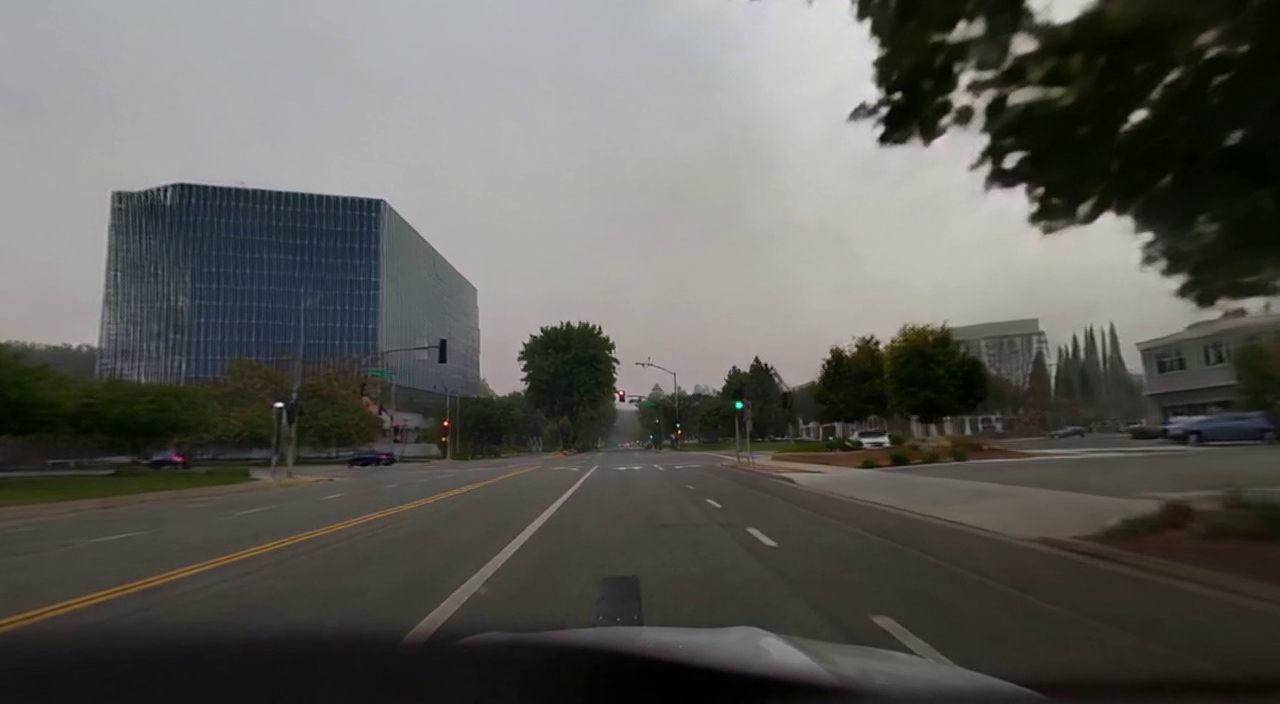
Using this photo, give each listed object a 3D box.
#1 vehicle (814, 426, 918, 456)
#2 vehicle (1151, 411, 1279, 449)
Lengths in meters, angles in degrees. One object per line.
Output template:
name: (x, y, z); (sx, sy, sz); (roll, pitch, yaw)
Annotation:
vehicle: (11.797, 4.676, 33.260); (4.670, 1.476, 2.042); (0, -8, -1)
vehicle: (24.431, 3.366, 26.878); (1.859, 1.453, 4.076); (0, -9, -2)
